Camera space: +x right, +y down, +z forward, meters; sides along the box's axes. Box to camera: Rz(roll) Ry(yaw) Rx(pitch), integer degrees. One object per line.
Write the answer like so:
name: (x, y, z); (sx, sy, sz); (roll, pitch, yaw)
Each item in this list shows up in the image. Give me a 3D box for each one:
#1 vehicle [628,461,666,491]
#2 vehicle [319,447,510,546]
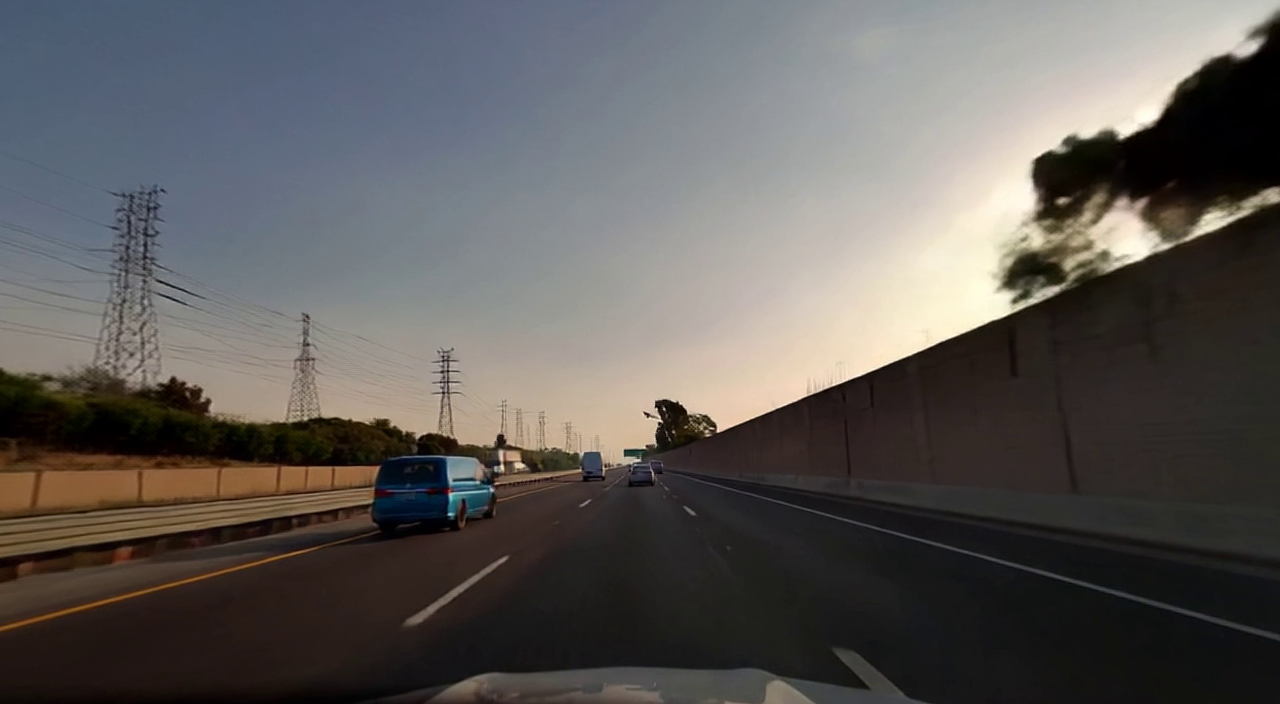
vehicle: (0.348, 7.031, 35.883); (2.006, 1.554, 3.863); (1, -10, -1)
vehicle: (-4.084, 2.732, 12.410); (2.023, 1.541, 4.543); (0, -10, 1)
